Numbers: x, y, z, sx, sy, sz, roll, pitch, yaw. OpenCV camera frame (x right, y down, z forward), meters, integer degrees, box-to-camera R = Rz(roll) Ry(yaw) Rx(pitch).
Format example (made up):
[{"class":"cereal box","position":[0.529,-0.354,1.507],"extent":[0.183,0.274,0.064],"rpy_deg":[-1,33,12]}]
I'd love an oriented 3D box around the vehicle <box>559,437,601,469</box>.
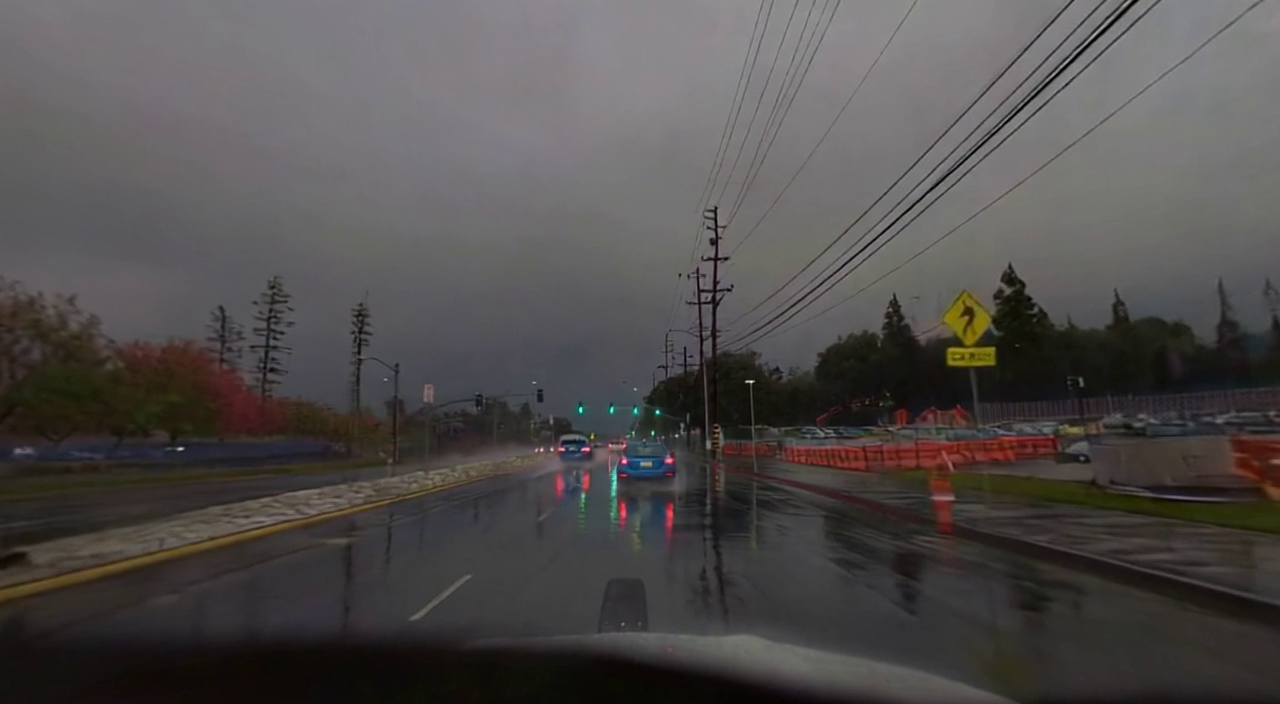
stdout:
[{"class":"vehicle","position":[-3.614,6.155,38.512],"extent":[2.078,1.804,4.387],"rpy_deg":[0,-8,1]}]

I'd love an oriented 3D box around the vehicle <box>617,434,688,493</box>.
[{"class":"vehicle","position":[0.333,3.523,20.178],"extent":[2.059,1.691,3.980],"rpy_deg":[0,-8,-1]}]
